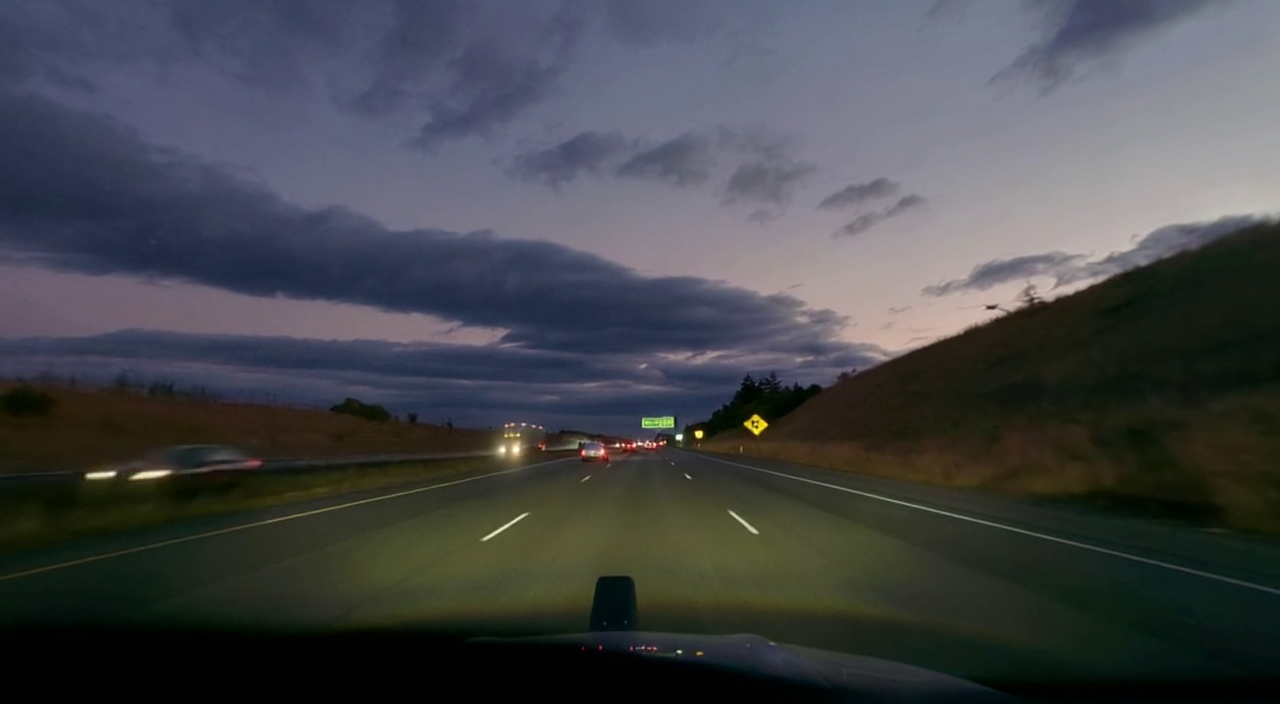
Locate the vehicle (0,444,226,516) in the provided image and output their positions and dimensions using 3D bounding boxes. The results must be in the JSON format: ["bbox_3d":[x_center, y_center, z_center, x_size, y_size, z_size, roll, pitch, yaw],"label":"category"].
[{"bbox_3d":[-12.895,3.070,15.736,1.911,1.515,4.508,0,-8,1],"label":"vehicle"}]

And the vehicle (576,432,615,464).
[{"bbox_3d":[-3.002,6.602,43.355,2.286,2.011,4.452,0,-8,2],"label":"vehicle"}]
